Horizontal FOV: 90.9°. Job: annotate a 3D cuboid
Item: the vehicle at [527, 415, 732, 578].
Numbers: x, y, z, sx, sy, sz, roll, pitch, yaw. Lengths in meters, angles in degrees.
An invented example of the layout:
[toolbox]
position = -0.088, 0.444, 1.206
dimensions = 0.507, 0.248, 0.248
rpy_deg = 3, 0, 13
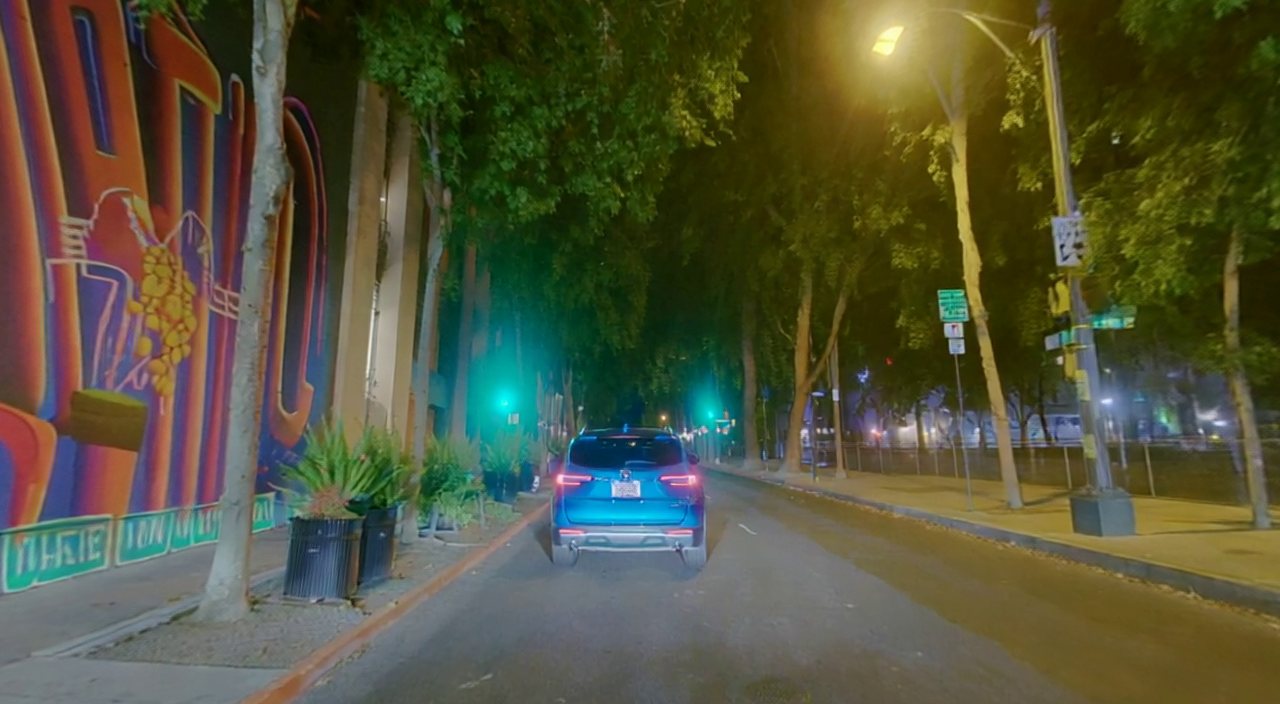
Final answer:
[vehicle]
position = -0.131, 1.755, 8.389
dimensions = 2.079, 1.621, 3.861
rpy_deg = 0, -8, -1
